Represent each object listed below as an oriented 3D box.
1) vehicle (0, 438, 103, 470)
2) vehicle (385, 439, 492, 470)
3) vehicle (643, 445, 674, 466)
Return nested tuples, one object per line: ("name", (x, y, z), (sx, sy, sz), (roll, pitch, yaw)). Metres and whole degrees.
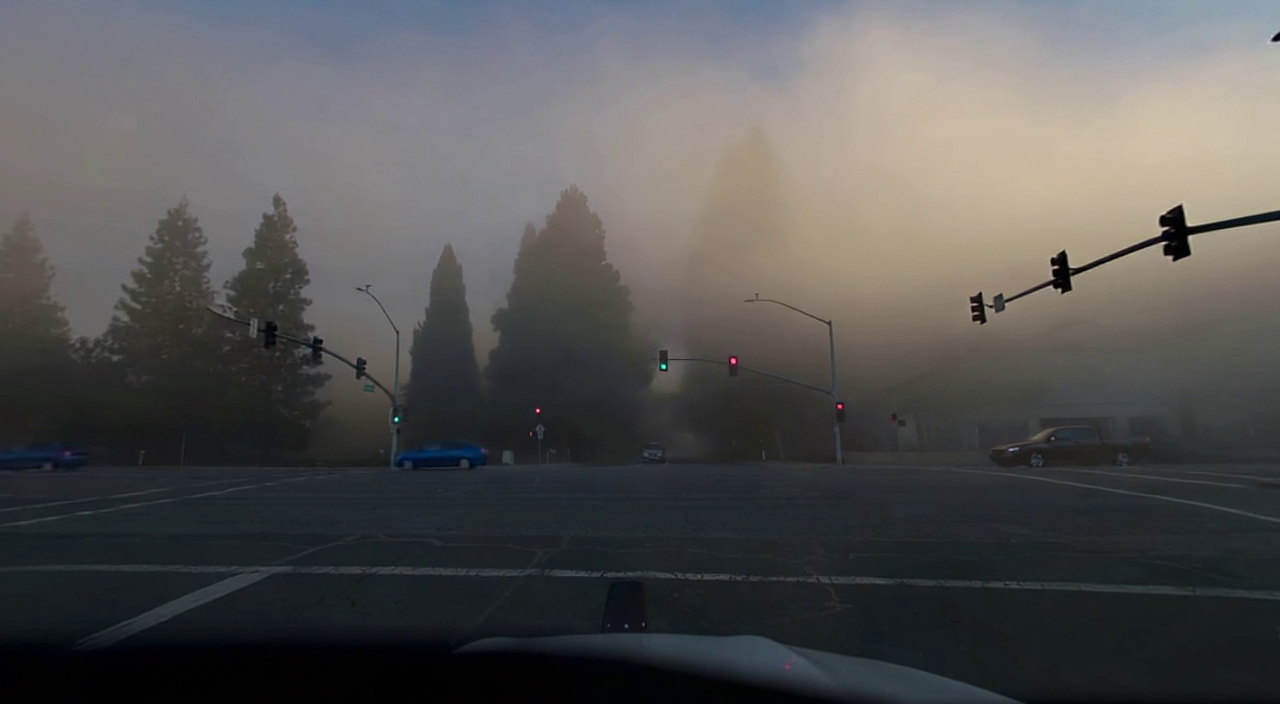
("vehicle", (-30.610, 5.191, 32.114), (4.735, 1.588, 1.877), (0, -9, 1))
("vehicle", (-9.995, 5.115, 31.503), (4.681, 1.465, 1.820), (0, -9, 2))
("vehicle", (1.291, 7.634, 46.469), (2.132, 1.449, 4.235), (0, -9, 0))
